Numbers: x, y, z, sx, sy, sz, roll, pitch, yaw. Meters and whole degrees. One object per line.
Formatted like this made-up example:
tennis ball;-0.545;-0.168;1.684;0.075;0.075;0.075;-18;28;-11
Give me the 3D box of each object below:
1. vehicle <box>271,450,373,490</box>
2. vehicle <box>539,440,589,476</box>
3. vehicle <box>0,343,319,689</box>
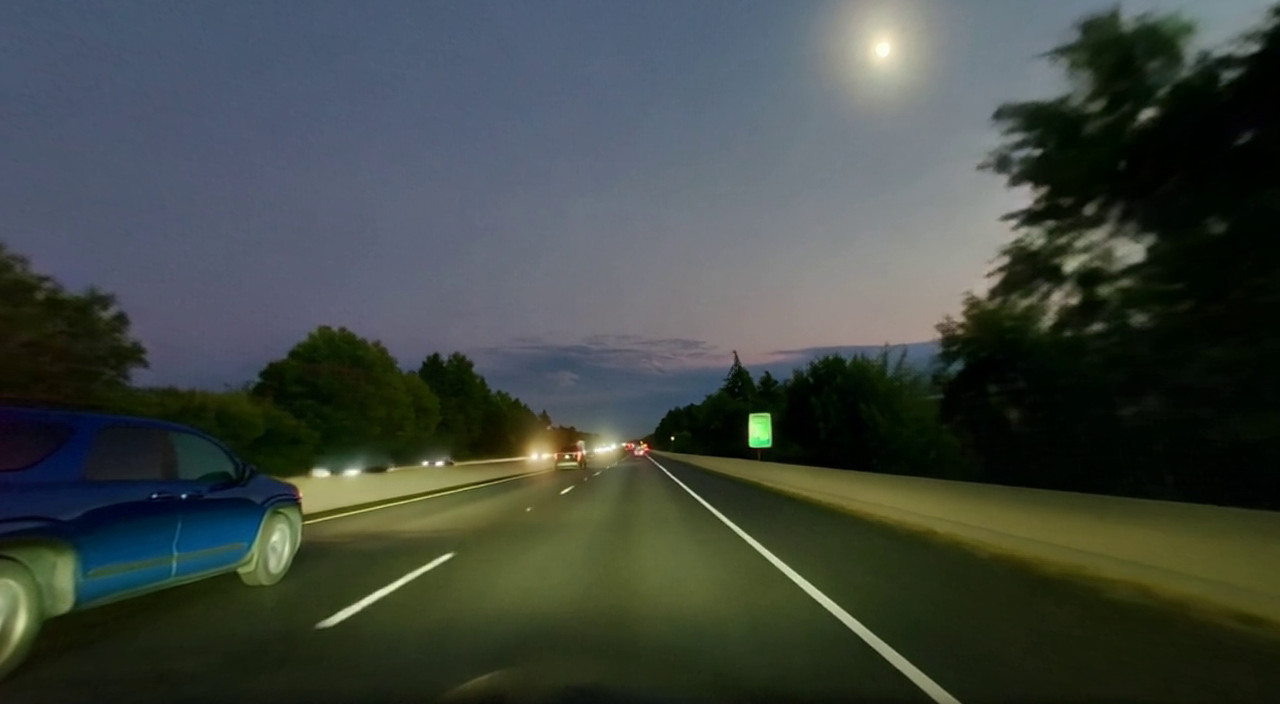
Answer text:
vehicle;-13.096;4.861;26.305;1.822;1.481;4.657;0;-9;0
vehicle;-3.973;5.653;33.777;2.056;1.811;4.202;-1;-9;1
vehicle;-4.675;1.095;4.628;2.102;1.941;4.703;0;-9;0
